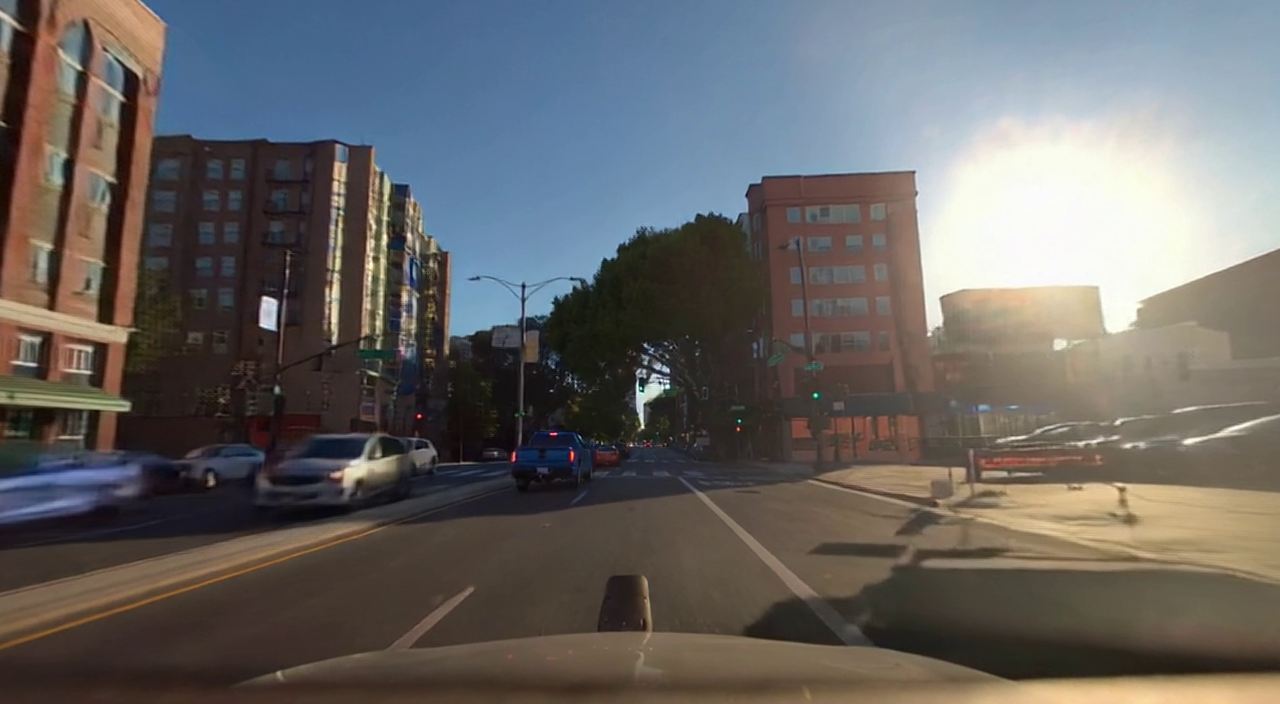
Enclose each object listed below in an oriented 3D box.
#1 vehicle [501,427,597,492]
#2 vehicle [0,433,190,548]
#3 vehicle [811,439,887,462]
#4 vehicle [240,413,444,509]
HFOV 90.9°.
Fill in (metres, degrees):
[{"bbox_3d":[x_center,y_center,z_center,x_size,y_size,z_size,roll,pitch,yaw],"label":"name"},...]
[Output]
[{"bbox_3d":[-2.714,3.403,20.276,2.197,1.786,5.365,0,-9,1],"label":"vehicle"},{"bbox_3d":[-10.126,2.249,10.743,1.894,1.636,4.057,0,-9,0],"label":"vehicle"},{"bbox_3d":[14.074,6.689,42.642,4.447,1.484,1.928,0,-9,1],"label":"vehicle"},{"bbox_3d":[-7.100,2.708,16.042,2.308,1.961,5.807,0,-9,1],"label":"vehicle"}]
